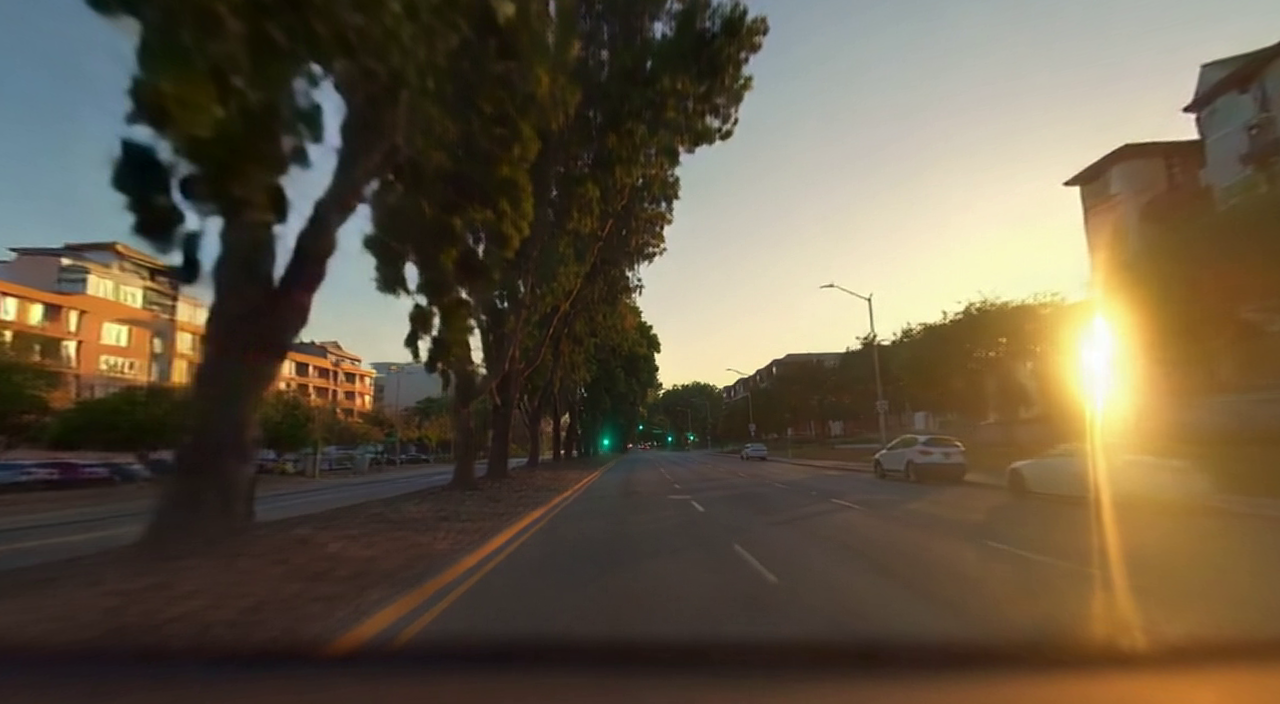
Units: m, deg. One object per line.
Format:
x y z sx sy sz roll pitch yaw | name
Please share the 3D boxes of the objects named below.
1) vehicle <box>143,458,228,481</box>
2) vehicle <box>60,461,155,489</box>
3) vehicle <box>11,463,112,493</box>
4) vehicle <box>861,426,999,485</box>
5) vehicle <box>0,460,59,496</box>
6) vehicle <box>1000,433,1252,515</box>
-30.826 7.960 42.917 4.289 1.480 1.890 0 -8 1 | vehicle
-31.507 7.271 37.445 3.899 1.490 1.970 -1 -8 4 | vehicle
-31.617 6.879 34.591 3.717 1.490 1.956 -1 -8 5 | vehicle
9.928 3.593 22.207 2.272 1.843 4.913 0 -8 -3 | vehicle
-32.268 6.327 31.980 3.953 1.672 1.984 -1 -9 9 | vehicle
10.147 2.550 13.785 1.964 1.477 4.459 0 -8 0 | vehicle
